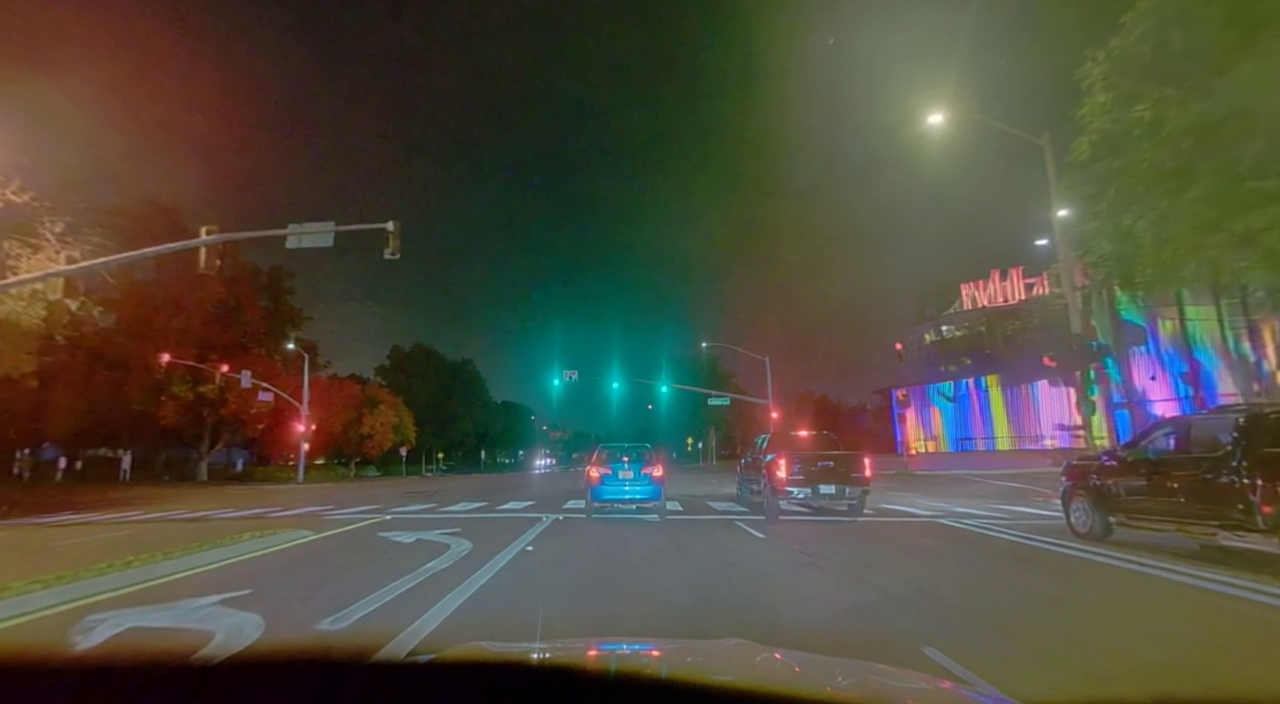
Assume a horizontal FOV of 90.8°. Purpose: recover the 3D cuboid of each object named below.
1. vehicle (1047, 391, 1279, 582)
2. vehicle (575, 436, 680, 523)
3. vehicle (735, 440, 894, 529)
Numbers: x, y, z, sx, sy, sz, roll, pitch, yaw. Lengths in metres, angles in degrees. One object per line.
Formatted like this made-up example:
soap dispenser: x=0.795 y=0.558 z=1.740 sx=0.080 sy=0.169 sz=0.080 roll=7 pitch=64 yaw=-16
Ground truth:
vehicle: x=7.597 y=1.456 z=7.041 sx=2.240 sy=1.923 sz=5.678 roll=0 pitch=-8 yaw=-1
vehicle: x=-0.280 y=2.749 z=14.161 sx=2.037 sy=1.674 sz=3.693 roll=0 pitch=-8 yaw=-1
vehicle: x=3.454 y=2.697 z=13.575 sx=1.955 sy=1.550 sz=4.587 roll=0 pitch=-8 yaw=-2
